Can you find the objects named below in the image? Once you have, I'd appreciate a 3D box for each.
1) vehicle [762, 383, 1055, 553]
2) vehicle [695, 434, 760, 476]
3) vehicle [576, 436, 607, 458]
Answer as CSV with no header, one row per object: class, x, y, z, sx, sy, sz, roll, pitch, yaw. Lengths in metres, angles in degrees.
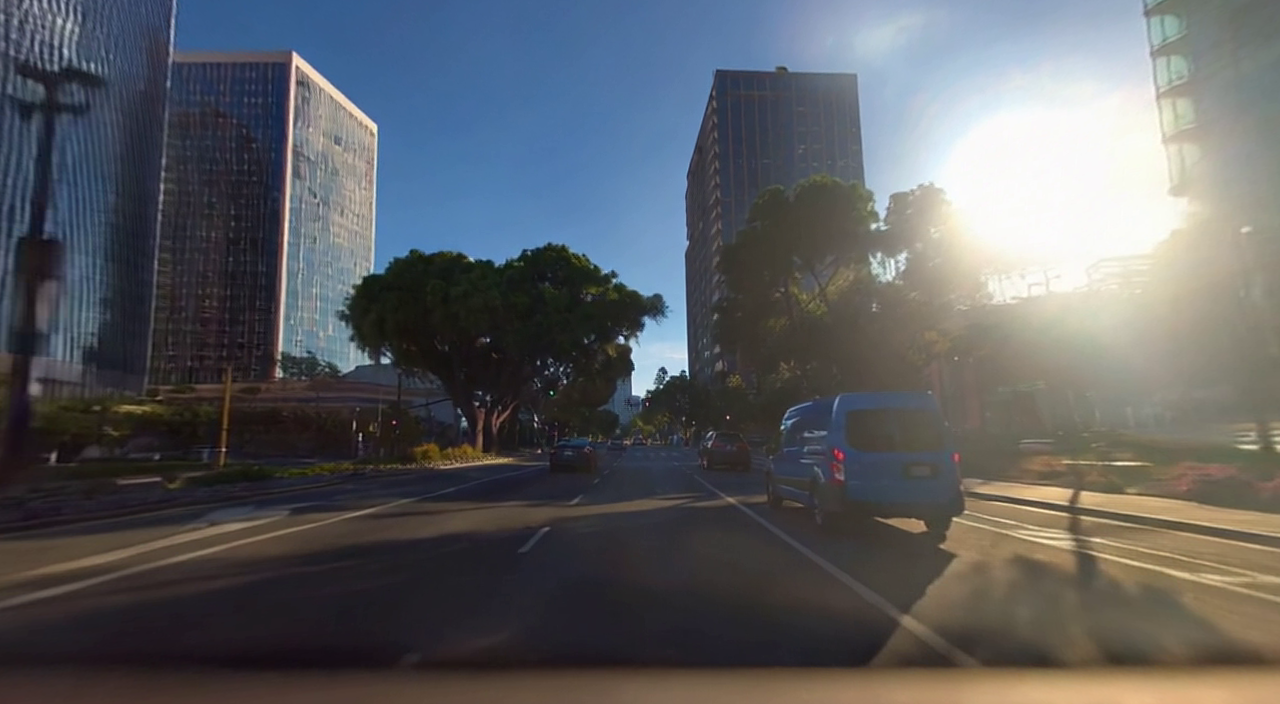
vehicle,3.545,1.676,9.773,2.200,1.914,5.145,0,-8,-1
vehicle,3.344,4.028,24.940,1.867,1.493,4.190,0,-8,-1
vehicle,-3.428,6.832,45.279,1.864,1.464,4.195,0,-8,1
